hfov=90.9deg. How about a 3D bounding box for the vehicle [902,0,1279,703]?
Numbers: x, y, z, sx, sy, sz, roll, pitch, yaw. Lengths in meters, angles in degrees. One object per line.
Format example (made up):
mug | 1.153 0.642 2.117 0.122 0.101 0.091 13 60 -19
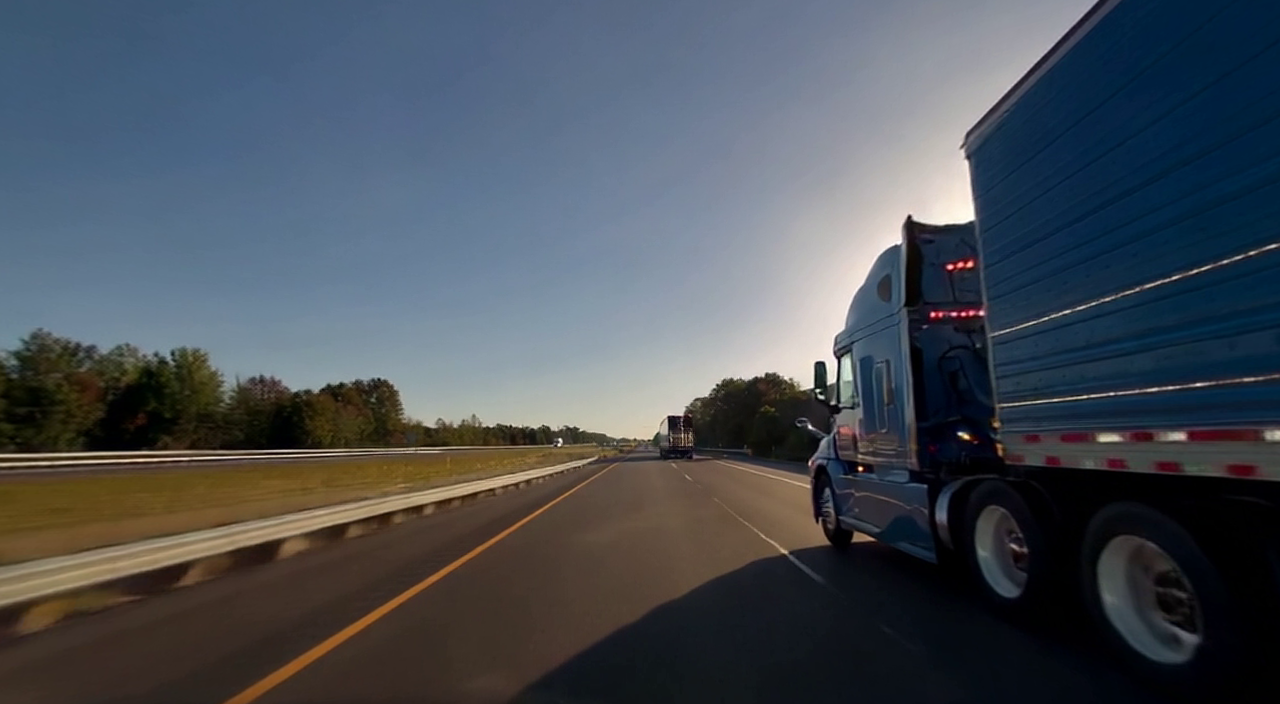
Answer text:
vehicle | 4.009 -0.499 0.932 3.080 4.016 9.760 -1 -8 1
